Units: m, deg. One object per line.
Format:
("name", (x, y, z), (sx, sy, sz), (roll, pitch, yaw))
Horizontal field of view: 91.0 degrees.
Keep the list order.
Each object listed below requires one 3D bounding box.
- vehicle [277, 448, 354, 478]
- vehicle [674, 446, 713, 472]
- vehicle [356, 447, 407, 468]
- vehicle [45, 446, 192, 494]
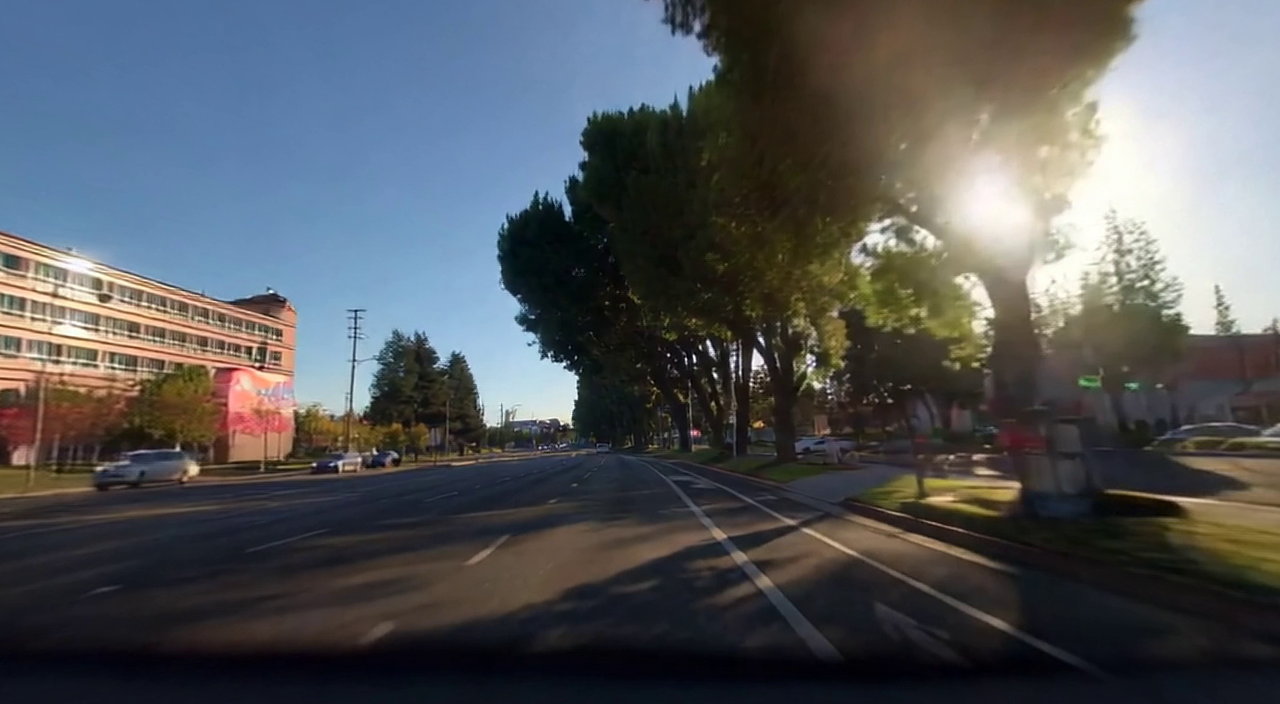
("vehicle", (-17.439, 5.956, 34.061), (1.903, 1.446, 4.306), (0, -9, 0))
("vehicle", (3.335, 6.753, 39.963), (1.992, 1.513, 4.683), (0, -8, -1))
("vehicle", (-19.939, 8.169, 48.837), (2.068, 1.537, 4.948), (0, -9, -3))
("vehicle", (-20.440, 4.612, 24.984), (1.963, 1.694, 4.535), (0, -9, -1))
